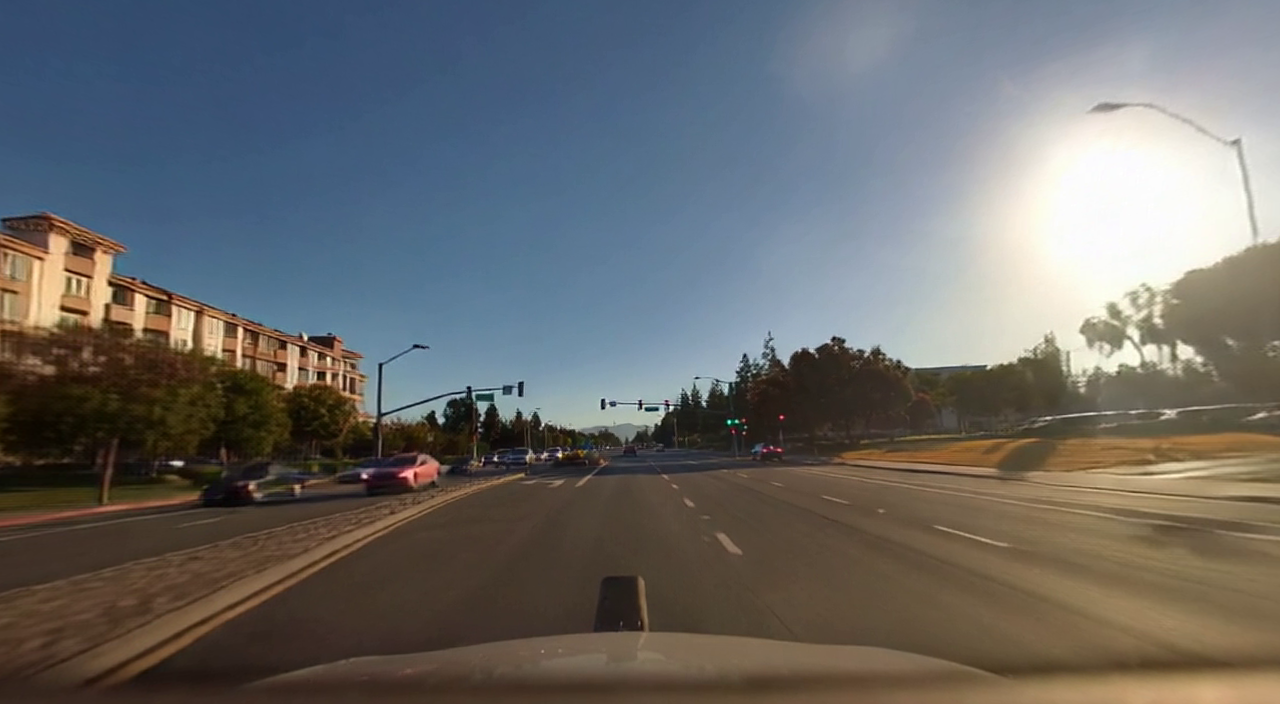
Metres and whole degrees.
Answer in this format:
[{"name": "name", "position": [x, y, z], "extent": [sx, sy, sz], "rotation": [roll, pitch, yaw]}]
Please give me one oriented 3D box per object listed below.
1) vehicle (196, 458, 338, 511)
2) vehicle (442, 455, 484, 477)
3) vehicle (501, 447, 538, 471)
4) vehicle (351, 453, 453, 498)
[{"name": "vehicle", "position": [-12.309, 4.367, 21.274], "extent": [1.973, 1.485, 4.616], "rotation": [0, -9, 0]}, {"name": "vehicle", "position": [-12.150, 7.863, 43.663], "extent": [1.880, 1.344, 3.782], "rotation": [0, -8, -2]}, {"name": "vehicle", "position": [-9.358, 8.326, 49.300], "extent": [2.035, 1.711, 4.463], "rotation": [0, -9, -1]}, {"name": "vehicle", "position": [-8.788, 4.573, 23.847], "extent": [2.140, 1.460, 4.449], "rotation": [0, -9, 0]}]
